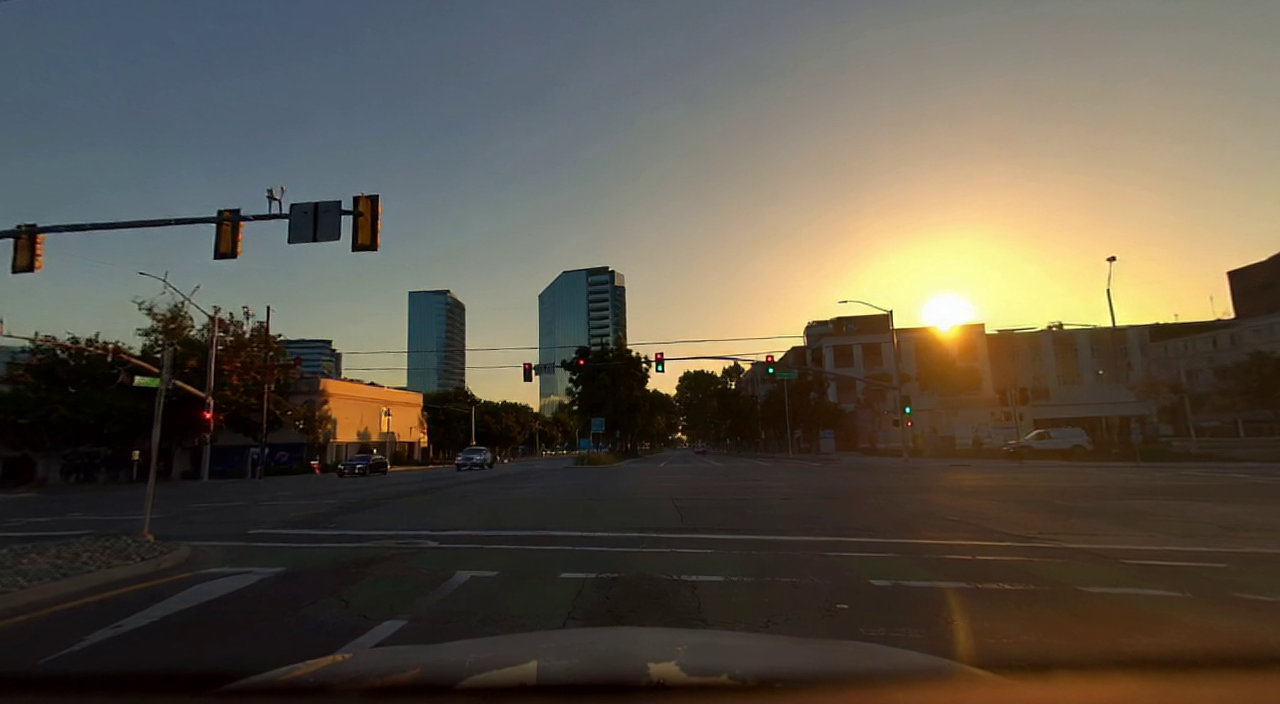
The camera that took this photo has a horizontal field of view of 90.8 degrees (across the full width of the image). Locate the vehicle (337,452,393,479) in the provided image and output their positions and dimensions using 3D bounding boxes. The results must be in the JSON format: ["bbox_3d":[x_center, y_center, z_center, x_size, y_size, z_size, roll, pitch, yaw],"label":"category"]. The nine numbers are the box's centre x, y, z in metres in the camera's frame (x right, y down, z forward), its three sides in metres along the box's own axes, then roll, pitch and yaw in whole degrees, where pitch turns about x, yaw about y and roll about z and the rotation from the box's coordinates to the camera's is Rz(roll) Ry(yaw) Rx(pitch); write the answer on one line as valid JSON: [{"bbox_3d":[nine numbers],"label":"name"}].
[{"bbox_3d":[-18.839,7.767,43.483,1.933,1.664,4.255,0,-9,1],"label":"vehicle"}]

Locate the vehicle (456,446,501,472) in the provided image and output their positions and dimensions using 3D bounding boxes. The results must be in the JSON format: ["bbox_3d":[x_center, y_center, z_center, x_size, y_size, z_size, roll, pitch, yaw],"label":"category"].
[{"bbox_3d":[-12.163,8.056,47.969,2.151,1.847,4.634,0,-9,0],"label":"vehicle"}]
